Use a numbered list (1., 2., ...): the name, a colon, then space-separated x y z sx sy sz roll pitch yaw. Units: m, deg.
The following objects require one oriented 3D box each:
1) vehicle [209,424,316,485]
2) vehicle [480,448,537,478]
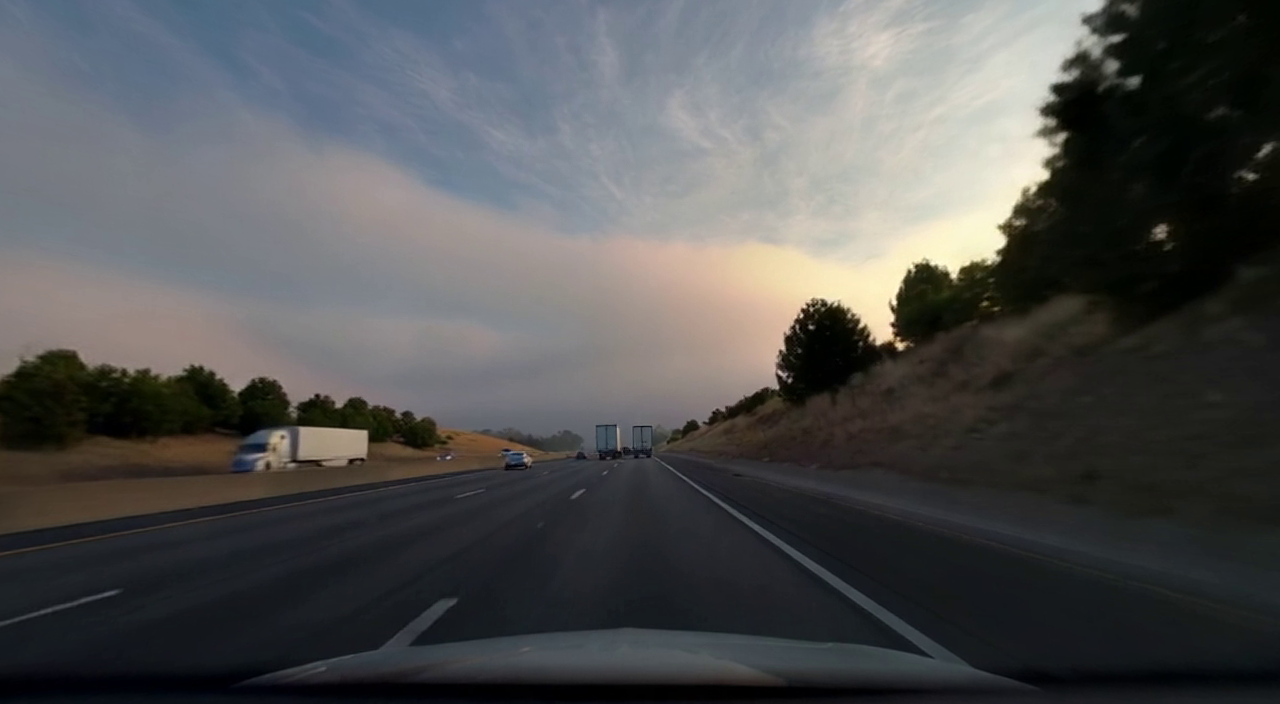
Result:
1. vehicle: -23.325 6.368 39.412 2.912 3.456 5.939 0 -9 0
2. vehicle: -7.115 6.050 34.632 2.036 1.474 5.011 0 -9 1
